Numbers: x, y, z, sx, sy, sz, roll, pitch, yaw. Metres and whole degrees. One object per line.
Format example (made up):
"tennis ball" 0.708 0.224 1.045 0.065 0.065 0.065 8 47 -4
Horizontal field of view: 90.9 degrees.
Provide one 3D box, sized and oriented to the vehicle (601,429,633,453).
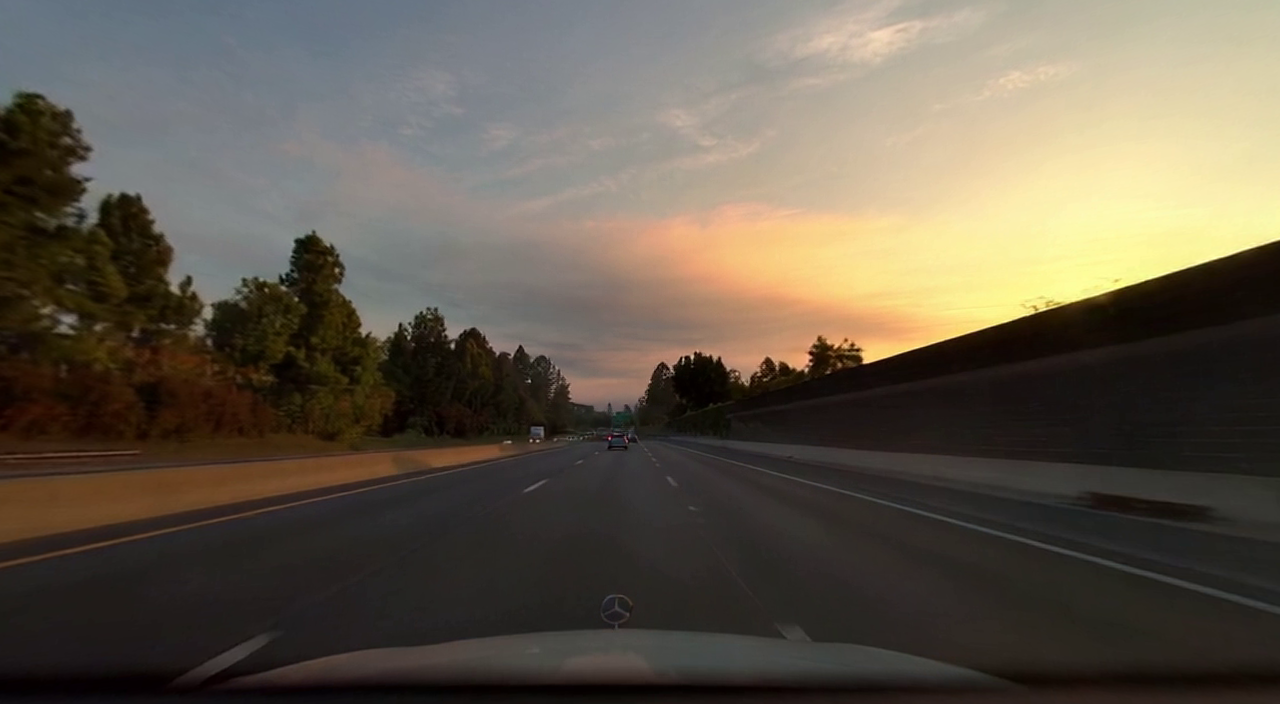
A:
"vehicle" -1.760 7.000 49.709 2.306 1.730 4.606 0 -8 0
